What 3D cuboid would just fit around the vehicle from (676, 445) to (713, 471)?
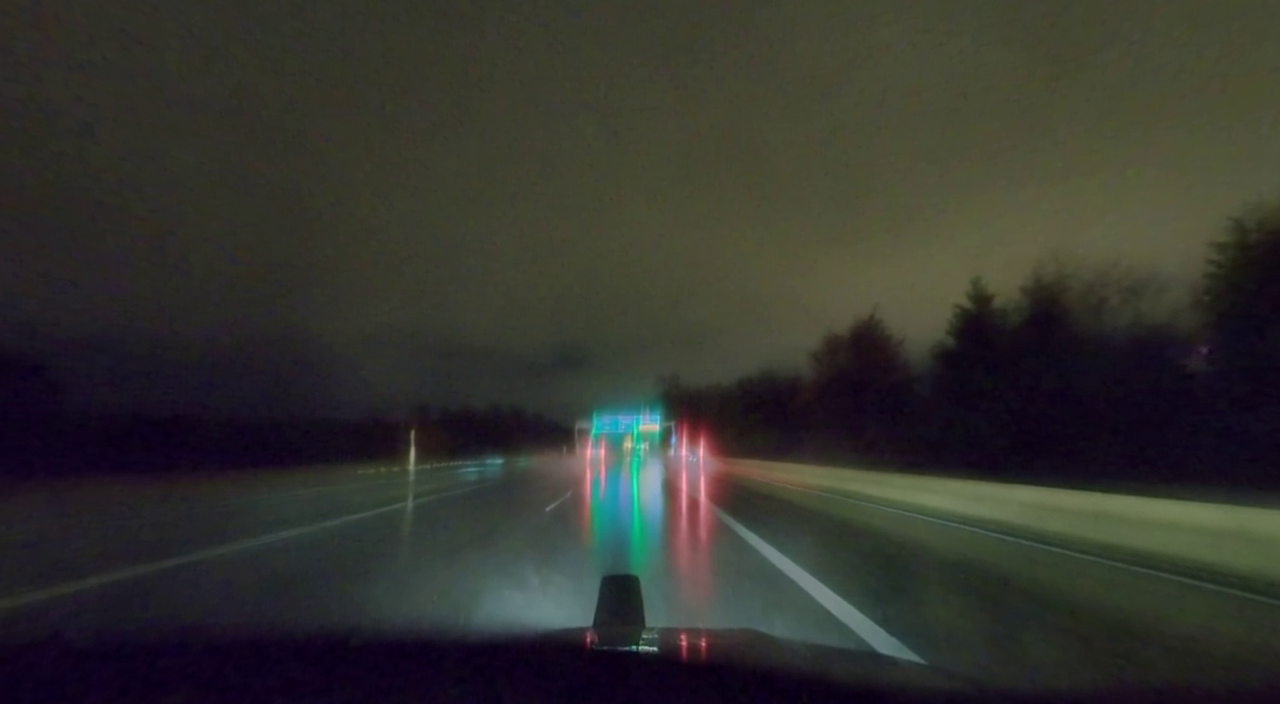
[{"bbox_3d":[3.754,7.411,44.265,2.133,1.746,4.511,0,-9,-1],"label":"vehicle"}]
